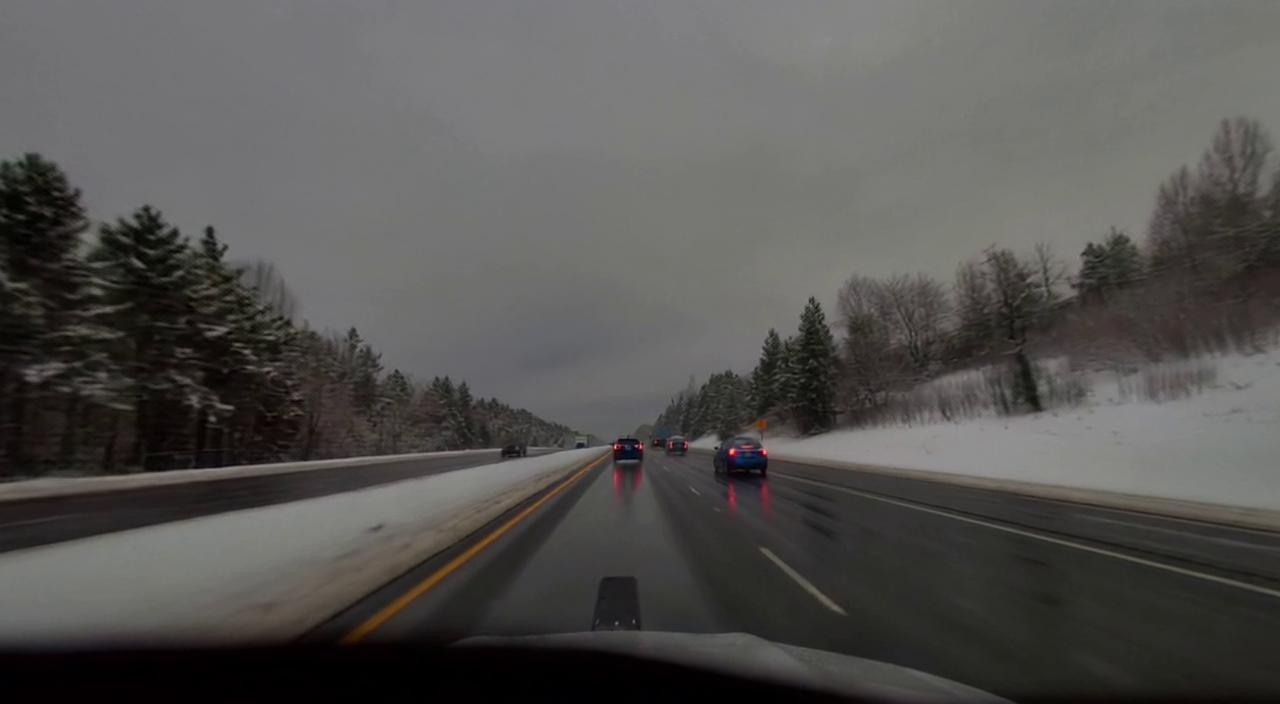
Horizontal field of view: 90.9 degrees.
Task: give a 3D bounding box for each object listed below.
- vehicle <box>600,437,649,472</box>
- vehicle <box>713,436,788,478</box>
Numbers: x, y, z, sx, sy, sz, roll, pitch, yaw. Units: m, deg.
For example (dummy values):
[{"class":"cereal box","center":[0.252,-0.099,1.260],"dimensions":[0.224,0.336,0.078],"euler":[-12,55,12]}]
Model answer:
[{"class":"vehicle","center":[-0.695,4.716,29.318],"dimensions":[2.143,1.466,3.693],"euler":[0,-8,-1]},{"class":"vehicle","center":[4.288,4.126,25.231],"dimensions":[2.066,1.526,4.216],"euler":[0,-8,-3]}]
